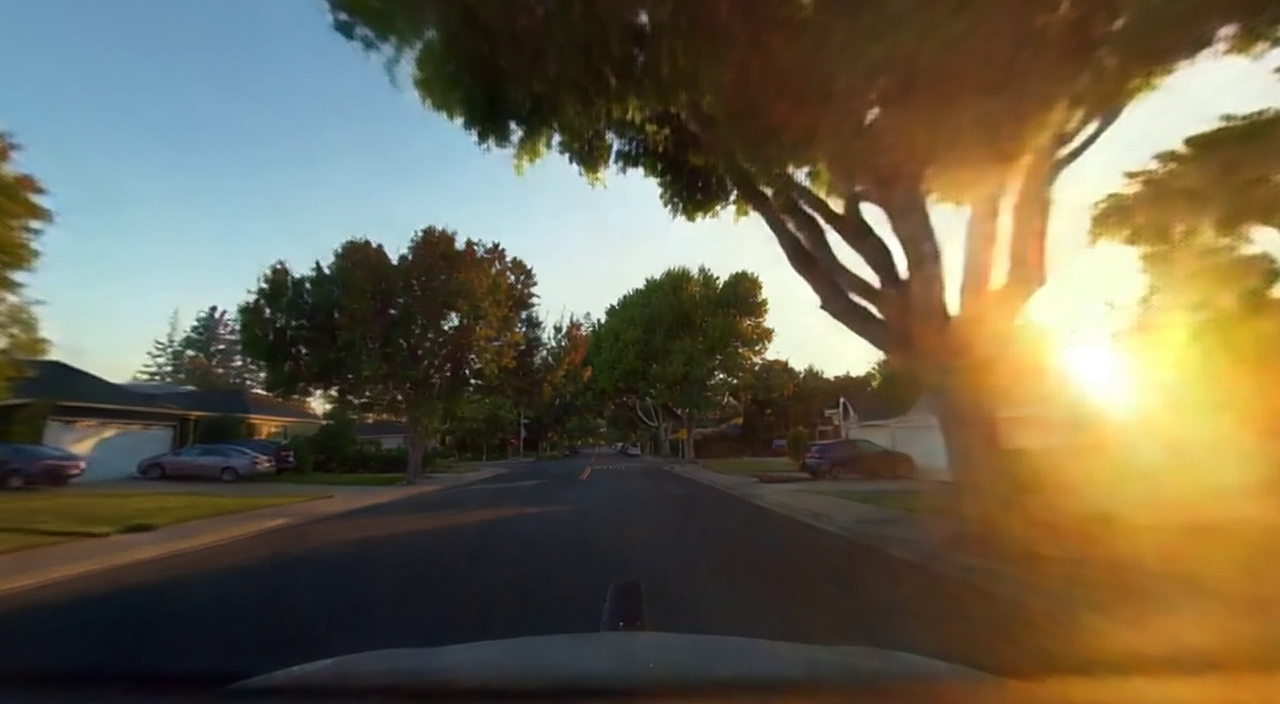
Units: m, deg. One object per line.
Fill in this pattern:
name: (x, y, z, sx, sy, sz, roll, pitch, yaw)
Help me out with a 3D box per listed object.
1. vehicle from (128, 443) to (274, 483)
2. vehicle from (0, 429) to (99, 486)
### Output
vehicle: (-17.656, 4.477, 25.609, 4.307, 1.508, 2.072, 0, -9, -2)
vehicle: (-21.285, 3.523, 21.087, 4.359, 1.789, 2.123, 0, -9, -3)
